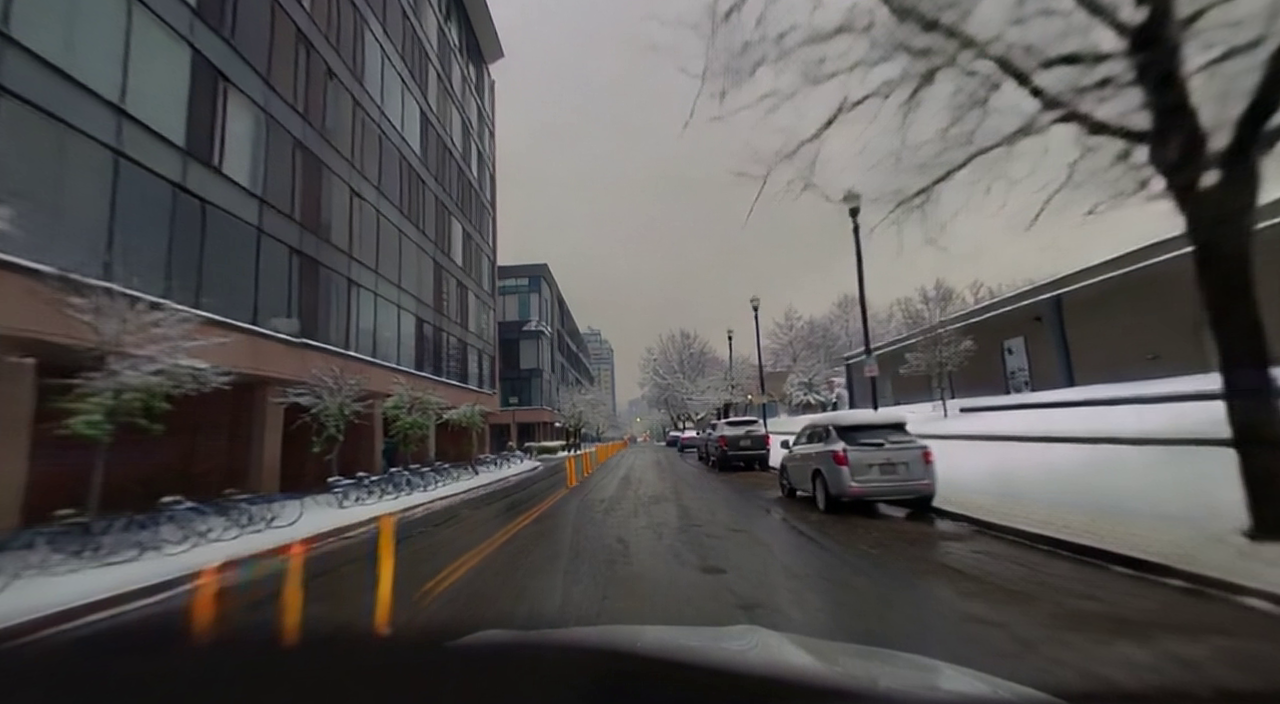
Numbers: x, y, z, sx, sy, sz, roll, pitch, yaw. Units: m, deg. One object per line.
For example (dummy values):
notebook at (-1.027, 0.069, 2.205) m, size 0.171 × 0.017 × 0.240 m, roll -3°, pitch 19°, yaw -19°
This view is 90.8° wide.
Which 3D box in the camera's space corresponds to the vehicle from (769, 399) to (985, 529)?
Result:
vehicle at (3.784, 1.854, 11.080) m, size 1.999 × 1.769 × 4.191 m, roll -1°, pitch -7°, yaw -2°

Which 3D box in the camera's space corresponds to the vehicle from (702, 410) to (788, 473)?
vehicle at (3.444, 3.053, 21.714) m, size 2.127 × 1.864 × 4.892 m, roll -1°, pitch -8°, yaw 0°
